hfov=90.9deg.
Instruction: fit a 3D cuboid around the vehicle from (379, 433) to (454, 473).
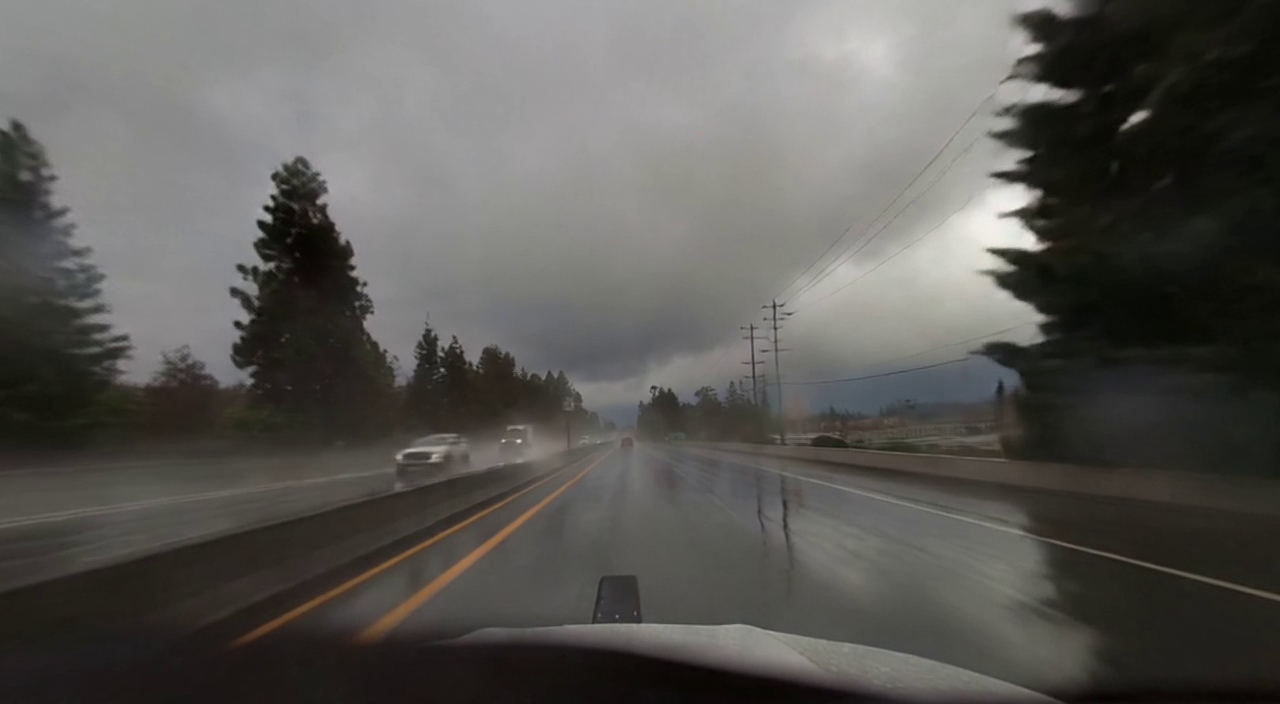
[{"bbox_3d":[-9.749,4.411,27.858,1.865,1.622,4.311,1,-8,-2],"label":"vehicle"}]
